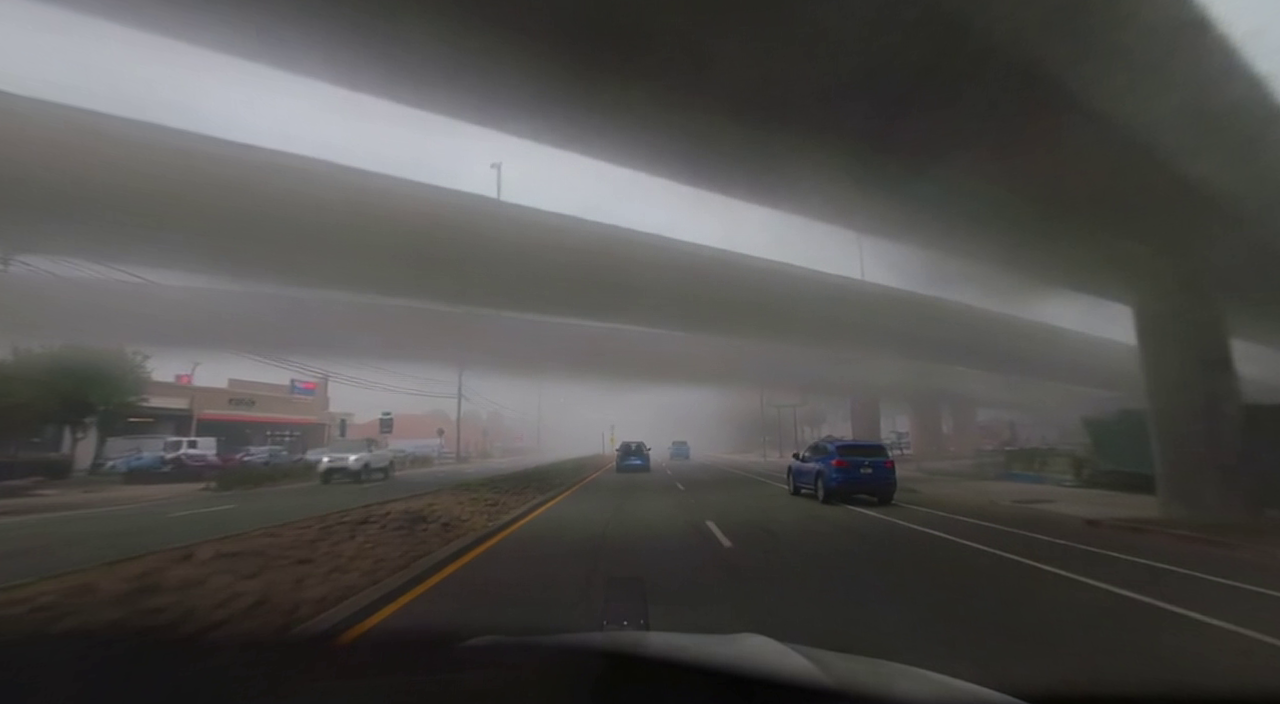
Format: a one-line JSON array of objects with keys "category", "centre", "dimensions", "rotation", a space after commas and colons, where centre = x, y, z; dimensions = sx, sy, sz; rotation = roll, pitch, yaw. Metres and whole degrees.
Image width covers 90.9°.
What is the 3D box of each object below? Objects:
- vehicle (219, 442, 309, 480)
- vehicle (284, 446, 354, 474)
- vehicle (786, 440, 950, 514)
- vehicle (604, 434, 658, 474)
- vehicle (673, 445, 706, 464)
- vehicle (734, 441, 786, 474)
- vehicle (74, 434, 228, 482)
[{"category": "vehicle", "centre": [-19.712, 5.701, 33.294], "dimensions": [1.989, 1.820, 4.427], "rotation": [0, -8, -1]}, {"category": "vehicle", "centre": [-19.382, 6.520, 38.296], "dimensions": [1.913, 1.612, 4.505], "rotation": [0, -8, 0]}, {"category": "vehicle", "centre": [5.183, 2.886, 15.160], "dimensions": [1.954, 1.479, 4.557], "rotation": [1, -8, -4]}, {"category": "vehicle", "centre": [-0.401, 4.994, 31.070], "dimensions": [2.441, 1.813, 4.581], "rotation": [0, -8, 0]}, {"category": "vehicle", "centre": [3.705, 7.815, 48.269], "dimensions": [2.126, 1.375, 4.241], "rotation": [0, -8, -1]}, {"category": "vehicle", "centre": [6.528, 5.782, 34.732], "dimensions": [1.974, 1.663, 4.299], "rotation": [0, -8, -1]}, {"category": "vehicle", "centre": [-25.341, 5.518, 33.280], "dimensions": [2.510, 2.180, 7.492], "rotation": [0, -9, -4]}]
